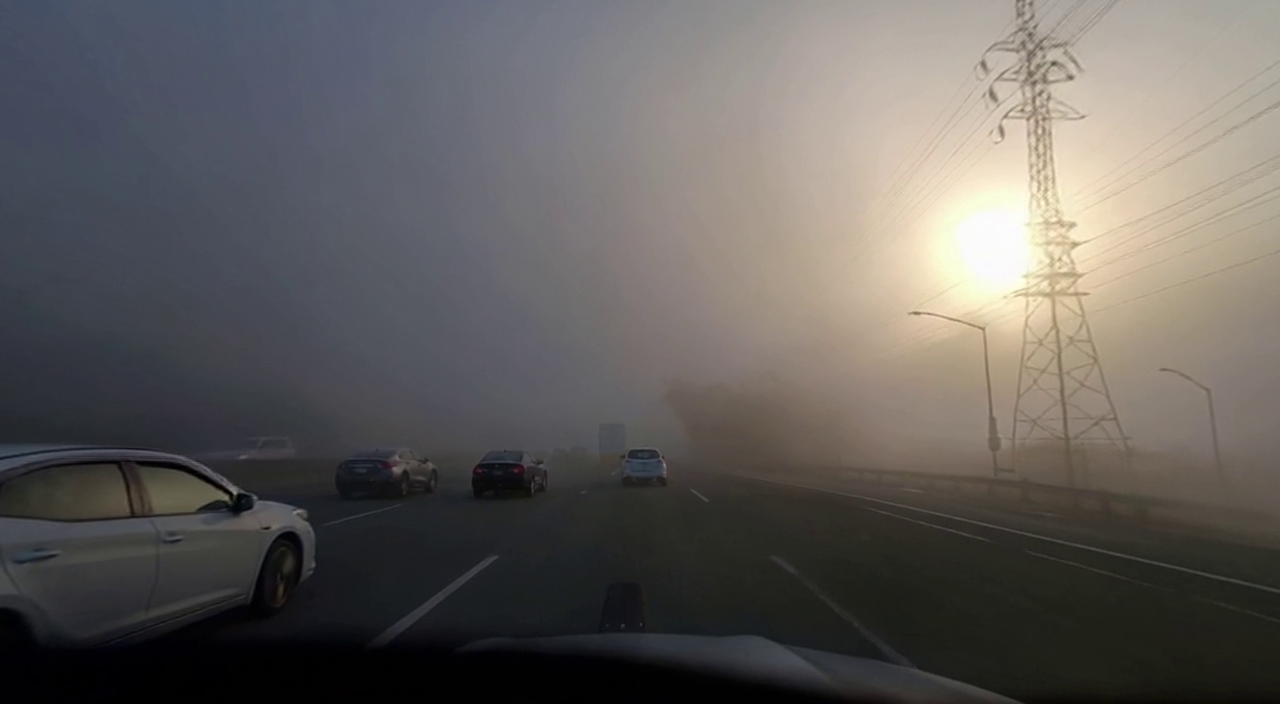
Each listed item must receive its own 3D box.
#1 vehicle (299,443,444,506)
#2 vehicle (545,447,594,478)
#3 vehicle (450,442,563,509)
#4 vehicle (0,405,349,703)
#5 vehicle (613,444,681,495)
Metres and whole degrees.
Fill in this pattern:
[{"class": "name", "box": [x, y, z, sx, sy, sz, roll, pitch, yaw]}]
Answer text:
[{"class": "vehicle", "box": [-7.043, 3.234, 17.153, 1.867, 1.445, 4.499, 0, -9, 2]}, {"class": "vehicle", "box": [-3.455, 5.474, 31.528, 2.013, 1.437, 3.801, 0, -9, 0]}, {"class": "vehicle", "box": [-3.212, 3.048, 16.035, 1.912, 1.464, 4.115, 0, -9, 1]}, {"class": "vehicle", "box": [-3.635, 1.116, 3.520, 1.883, 1.500, 4.373, 0, -9, 1]}, {"class": "vehicle", "box": [0.189, 3.818, 20.848, 2.018, 1.470, 4.491, 0, -9, 0]}]
